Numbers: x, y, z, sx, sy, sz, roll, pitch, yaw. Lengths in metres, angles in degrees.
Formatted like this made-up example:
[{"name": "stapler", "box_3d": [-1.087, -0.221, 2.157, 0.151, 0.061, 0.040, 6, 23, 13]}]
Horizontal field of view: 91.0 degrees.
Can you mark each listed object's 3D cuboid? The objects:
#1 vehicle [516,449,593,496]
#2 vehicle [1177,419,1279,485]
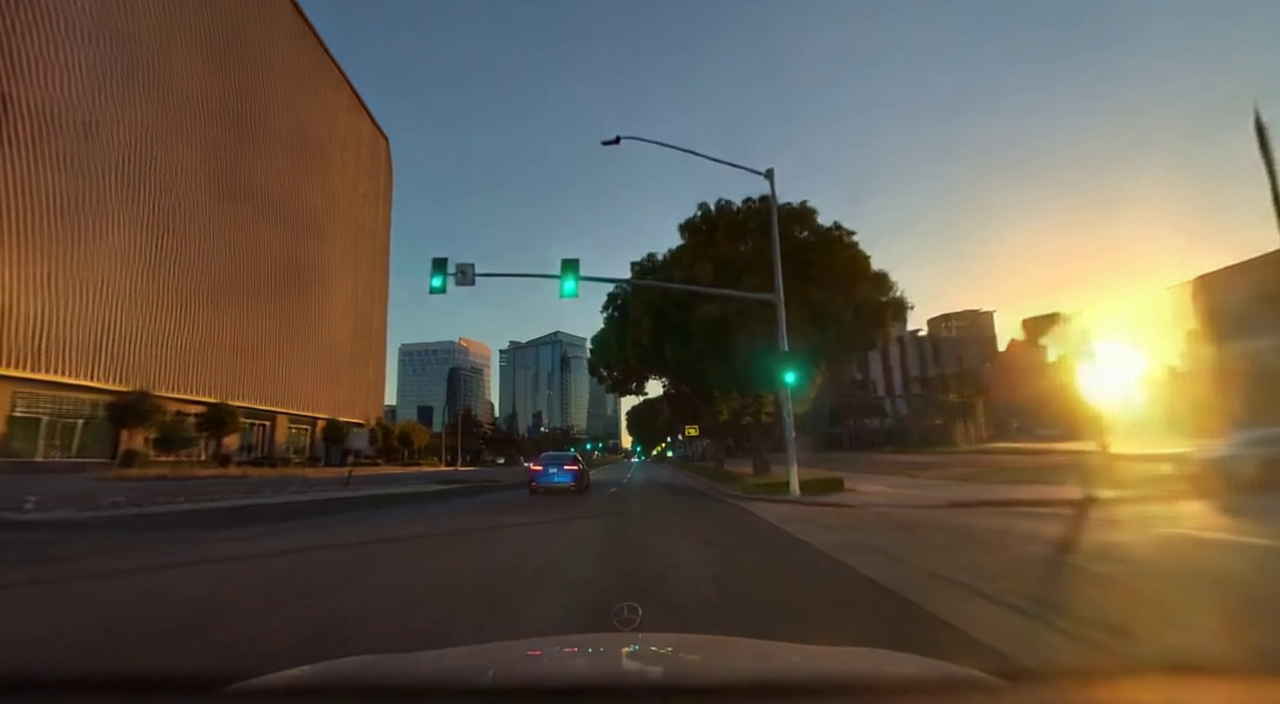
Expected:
[{"name": "vehicle", "box_3d": [-2.933, 4.263, 22.616, 1.971, 1.486, 4.380, 0, -9, 2]}, {"name": "vehicle", "box_3d": [16.678, 2.588, 16.216, 1.851, 1.594, 4.324, 0, -9, 1]}]
